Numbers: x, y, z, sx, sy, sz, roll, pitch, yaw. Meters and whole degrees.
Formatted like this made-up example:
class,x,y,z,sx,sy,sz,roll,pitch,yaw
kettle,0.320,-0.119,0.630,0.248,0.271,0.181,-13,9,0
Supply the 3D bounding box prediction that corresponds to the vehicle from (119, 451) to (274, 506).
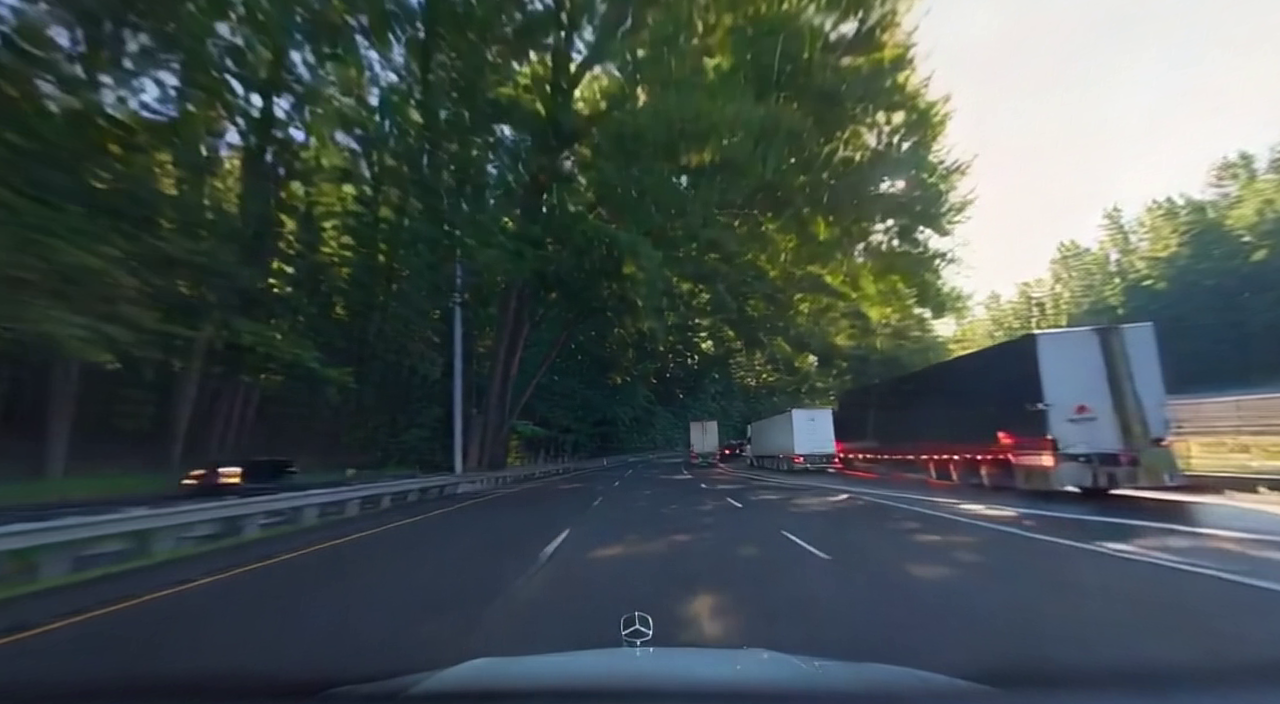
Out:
class,x,y,z,sx,sy,sz,roll,pitch,yaw
vehicle,-13.644,3.868,19.726,1.932,1.522,4.001,0,-9,0
